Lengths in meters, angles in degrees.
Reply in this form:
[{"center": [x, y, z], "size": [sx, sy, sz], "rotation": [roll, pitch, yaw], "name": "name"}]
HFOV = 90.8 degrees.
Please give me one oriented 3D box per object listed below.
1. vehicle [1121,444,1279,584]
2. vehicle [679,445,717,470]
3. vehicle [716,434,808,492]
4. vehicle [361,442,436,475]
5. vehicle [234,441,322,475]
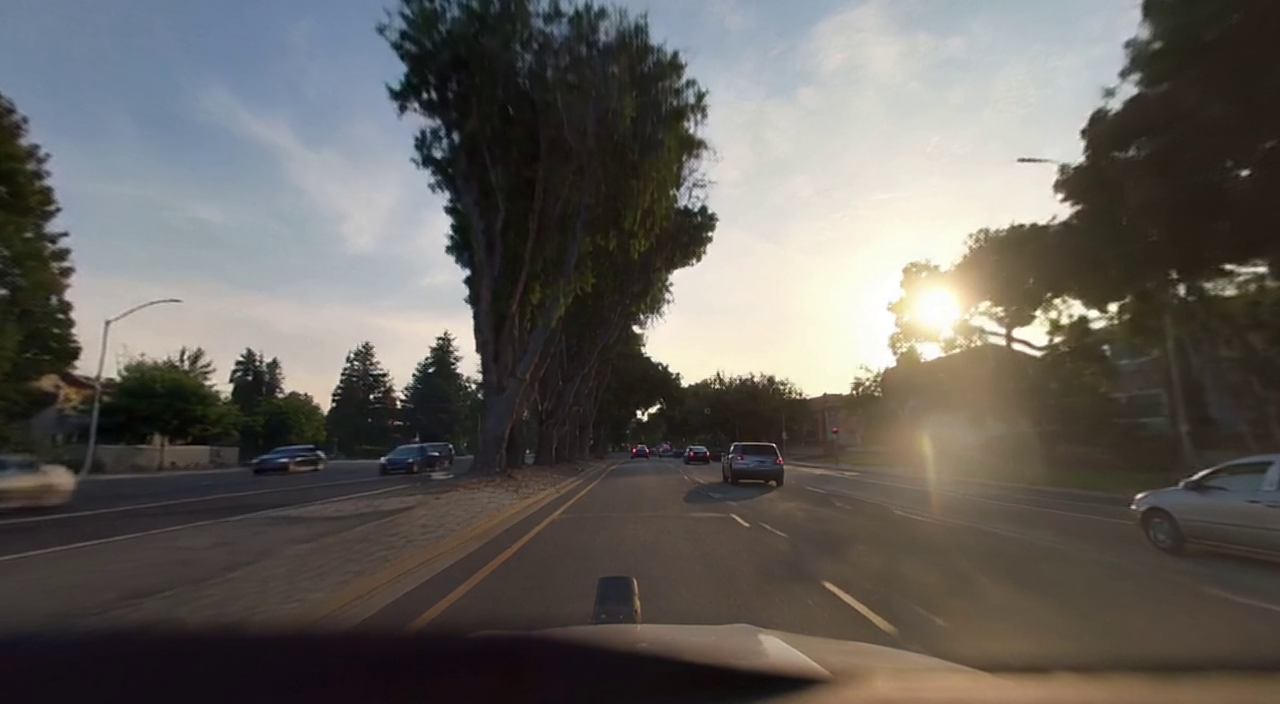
[{"center": [7.883, 1.762, 6.875], "size": [1.949, 1.492, 4.103], "rotation": [0, -9, -2], "name": "vehicle"}, {"center": [3.674, 6.782, 40.821], "size": [2.064, 1.474, 4.389], "rotation": [0, -9, 0], "name": "vehicle"}, {"center": [4.117, 3.849, 22.292], "size": [2.209, 1.813, 4.724], "rotation": [0, -9, -1], "name": "vehicle"}, {"center": [-11.909, 5.261, 31.454], "size": [1.938, 1.487, 4.442], "rotation": [0, -9, 1], "name": "vehicle"}, {"center": [-19.422, 5.699, 34.182], "size": [1.956, 1.727, 4.641], "rotation": [0, -9, 1], "name": "vehicle"}]
